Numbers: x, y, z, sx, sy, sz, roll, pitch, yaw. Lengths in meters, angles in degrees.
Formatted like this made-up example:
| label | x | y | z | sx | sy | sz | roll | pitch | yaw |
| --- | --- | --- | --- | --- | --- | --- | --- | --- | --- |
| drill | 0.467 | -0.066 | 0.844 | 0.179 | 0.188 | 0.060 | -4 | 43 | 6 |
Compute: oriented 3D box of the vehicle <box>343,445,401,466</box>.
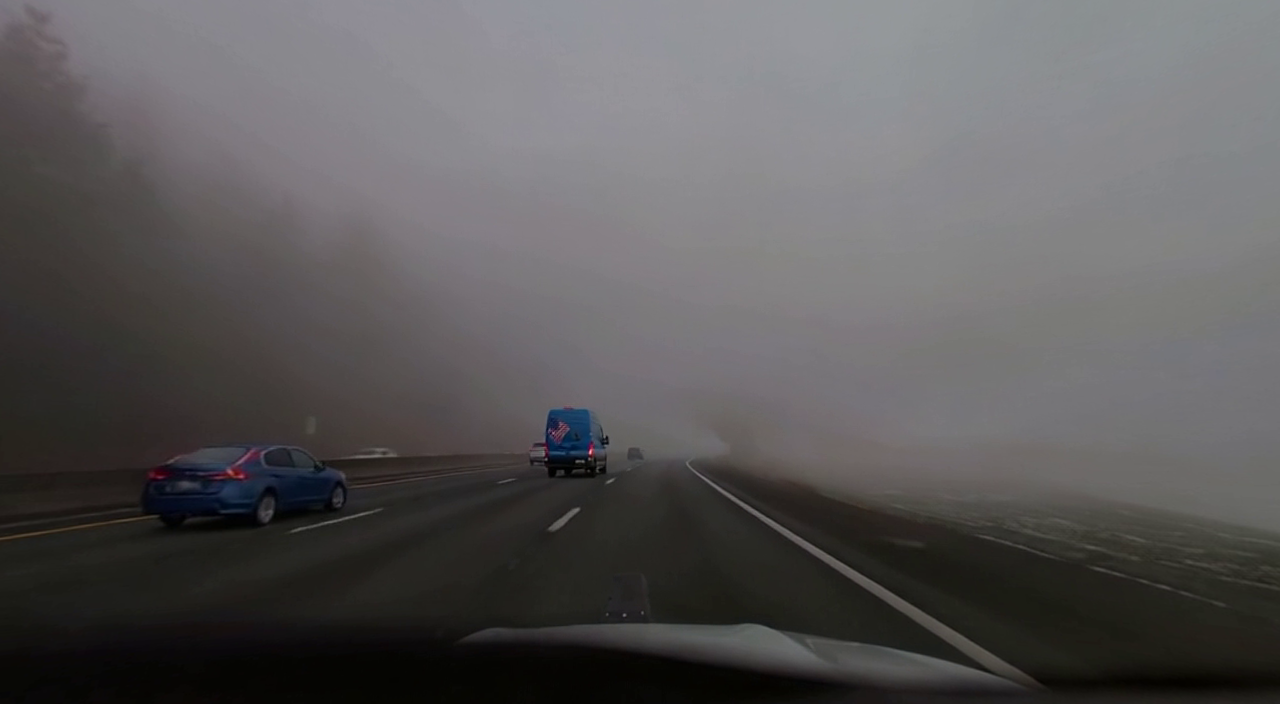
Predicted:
| label | x | y | z | sx | sy | sz | roll | pitch | yaw |
| --- | --- | --- | --- | --- | --- | --- | --- | --- | --- |
| vehicle | -19.346 | 7.469 | 45.762 | 1.905 | 1.469 | 4.566 | -1 | -8 | 4 |

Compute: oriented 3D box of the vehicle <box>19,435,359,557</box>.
| label | x | y | z | sx | sy | sz | roll | pitch | yaw |
| --- | --- | --- | --- | --- | --- | --- | --- | --- | --- |
| vehicle | -6.401 | 2.042 | 9.810 | 1.947 | 1.438 | 4.440 | 0 | -8 | 1 |

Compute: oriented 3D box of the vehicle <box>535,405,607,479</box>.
| label | x | y | z | sx | sy | sz | roll | pitch | yaw |
| --- | --- | --- | --- | --- | --- | --- | --- | --- | --- |
| vehicle | -2.843 | 3.910 | 27.470 | 2.319 | 2.883 | 5.632 | 0 | -8 | 2 |
